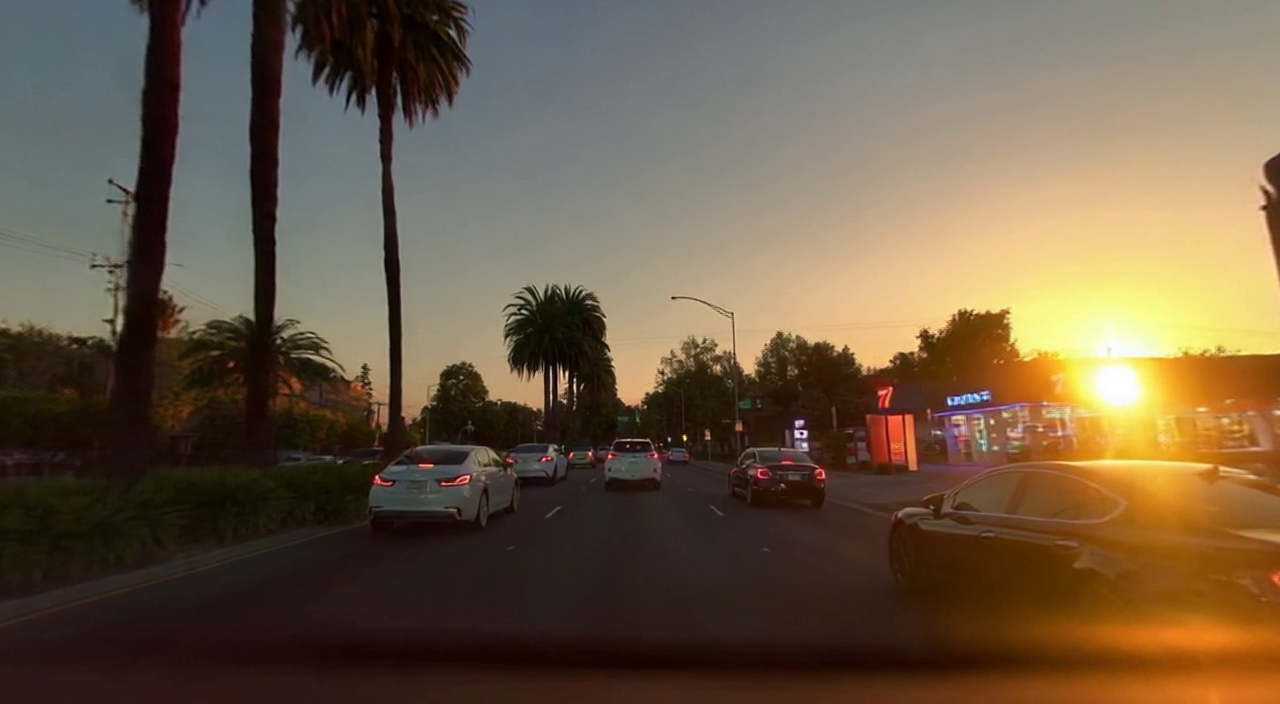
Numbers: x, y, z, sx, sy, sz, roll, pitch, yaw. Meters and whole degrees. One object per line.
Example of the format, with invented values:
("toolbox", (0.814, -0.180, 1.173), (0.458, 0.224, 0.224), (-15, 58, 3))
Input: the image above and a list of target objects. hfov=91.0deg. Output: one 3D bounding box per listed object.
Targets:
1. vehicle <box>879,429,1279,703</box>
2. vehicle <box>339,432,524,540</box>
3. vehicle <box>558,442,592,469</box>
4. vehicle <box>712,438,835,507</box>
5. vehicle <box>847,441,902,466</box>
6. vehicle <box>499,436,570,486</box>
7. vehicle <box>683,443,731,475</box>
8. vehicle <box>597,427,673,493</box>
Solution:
("vehicle", (3.612, 1.357, 4.697), (1.867, 1.448, 4.436), (0, -8, 0))
("vehicle", (-3.334, 2.201, 11.032), (1.864, 1.505, 4.202), (0, -8, -1))
("vehicle", (-4.127, 6.614, 40.454), (1.871, 1.673, 3.920), (0, -8, -1))
("vehicle", (3.147, 2.942, 15.911), (1.977, 1.480, 4.589), (0, -8, -2))
("vehicle", (13.788, 5.980, 37.279), (1.833, 1.392, 3.588), (0, -8, -1))
("vehicle", (-3.859, 4.056, 23.799), (1.932, 1.695, 4.235), (0, -8, 0))
("vehicle", (3.367, 5.432, 32.226), (1.880, 1.476, 3.932), (0, -8, -2))
("vehicle", (-0.145, 3.384, 20.056), (2.164, 1.867, 4.254), (0, -8, 0))
